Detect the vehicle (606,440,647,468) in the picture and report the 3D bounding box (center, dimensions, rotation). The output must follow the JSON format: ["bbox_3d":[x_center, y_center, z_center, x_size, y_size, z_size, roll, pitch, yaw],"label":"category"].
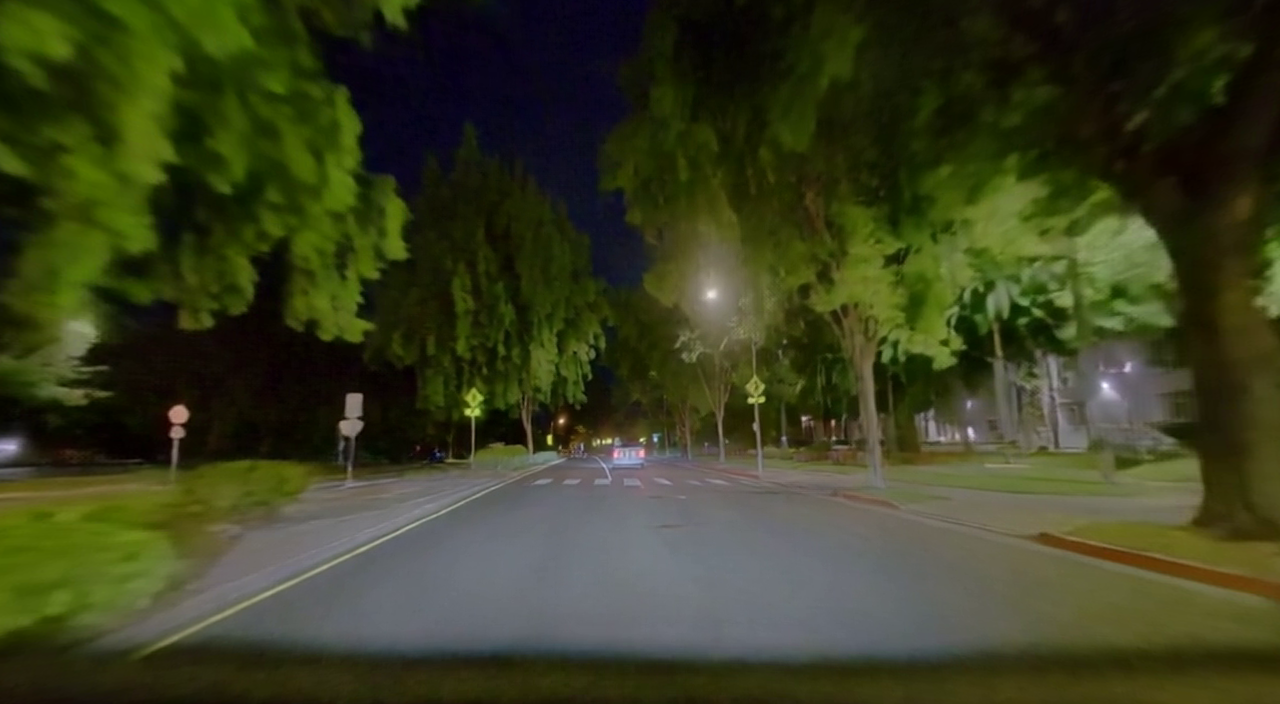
[{"bbox_3d":[-0.852,5.921,36.861,2.142,1.501,4.273,0,-8,-5],"label":"vehicle"}]
